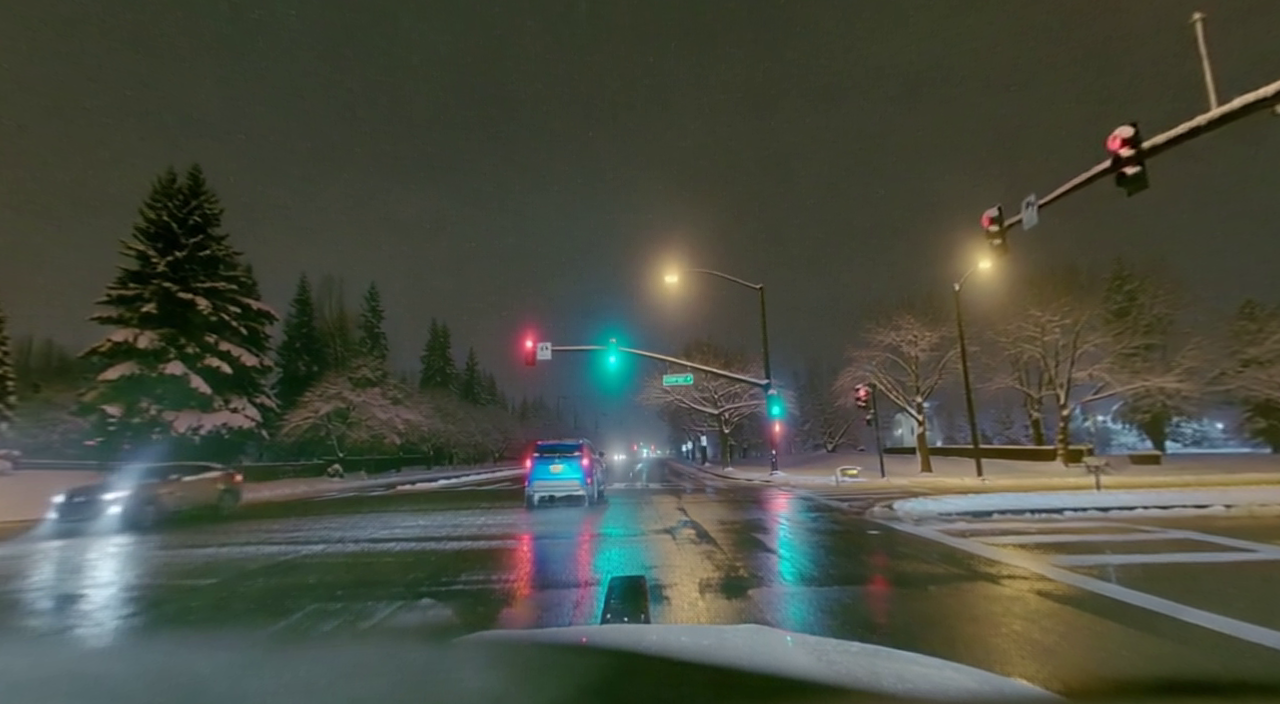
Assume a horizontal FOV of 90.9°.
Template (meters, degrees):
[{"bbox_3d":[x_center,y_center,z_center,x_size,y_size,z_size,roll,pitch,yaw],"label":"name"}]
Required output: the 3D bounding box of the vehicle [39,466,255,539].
[{"bbox_3d":[-12.429,3.776,16.357,1.980,1.452,4.318,-1,-8,2],"label":"vehicle"}]

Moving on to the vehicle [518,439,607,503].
[{"bbox_3d":[-2.319,3.716,20.202,2.123,1.799,4.425,-1,-8,2],"label":"vehicle"}]
